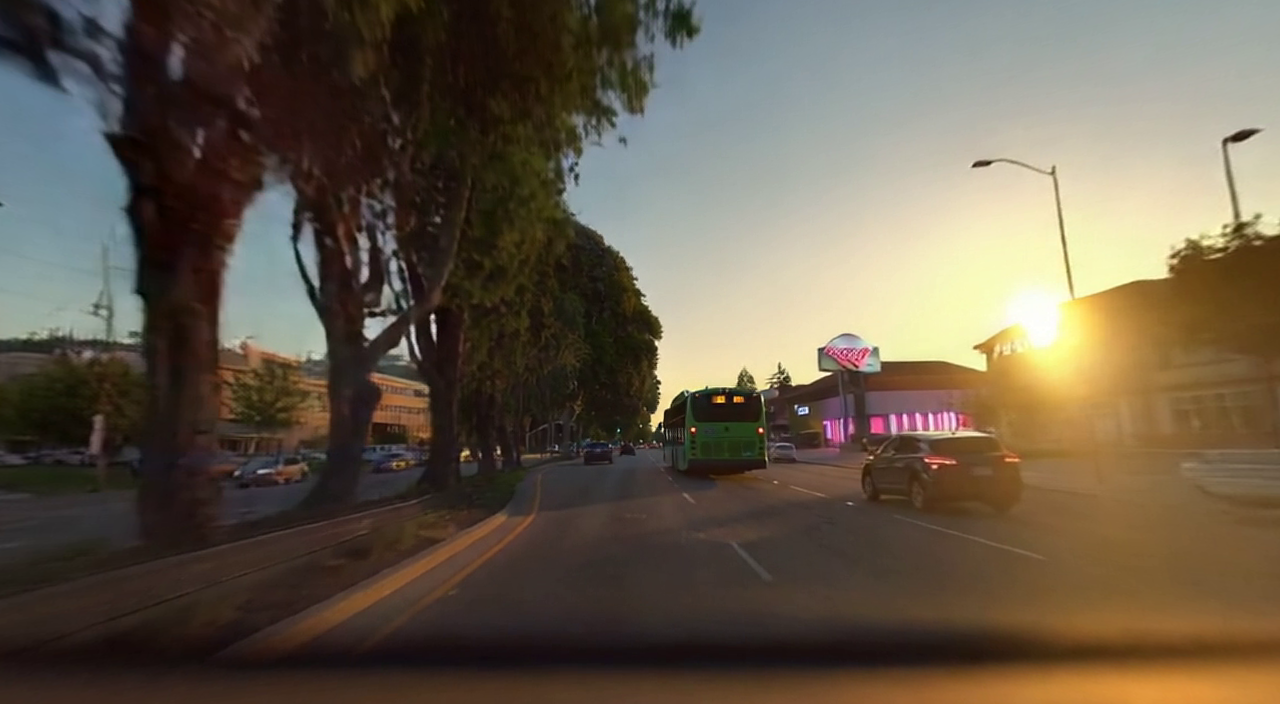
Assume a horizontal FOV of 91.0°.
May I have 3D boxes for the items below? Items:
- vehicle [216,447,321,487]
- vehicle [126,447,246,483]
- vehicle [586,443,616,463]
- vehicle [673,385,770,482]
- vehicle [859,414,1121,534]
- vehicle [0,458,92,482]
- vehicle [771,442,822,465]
[{"bbox_3d":[-19.082,5.909,32.725,2.277,1.764,5.283,-2,-8,0],"label":"vehicle"},{"bbox_3d":[-25.106,6.248,34.967,4.857,1.846,2.185,0,-8,-2],"label":"vehicle"},{"bbox_3d":[-2.957,7.722,48.218,2.211,1.416,4.179,0,-8,-3],"label":"vehicle"},{"bbox_3d":[3.024,3.467,26.238,2.766,3.306,9.281,0,-8,0],"label":"vehicle"},{"bbox_3d":[6.009,2.151,11.709,2.129,1.754,4.668,0,-8,0],"label":"vehicle"},{"bbox_3d":[-38.657,7.594,40.486,4.646,1.447,2.215,0,-9,0],"label":"vehicle"},{"bbox_3d":[10.515,6.833,42.704,2.073,1.443,4.860,0,-8,-2],"label":"vehicle"}]
